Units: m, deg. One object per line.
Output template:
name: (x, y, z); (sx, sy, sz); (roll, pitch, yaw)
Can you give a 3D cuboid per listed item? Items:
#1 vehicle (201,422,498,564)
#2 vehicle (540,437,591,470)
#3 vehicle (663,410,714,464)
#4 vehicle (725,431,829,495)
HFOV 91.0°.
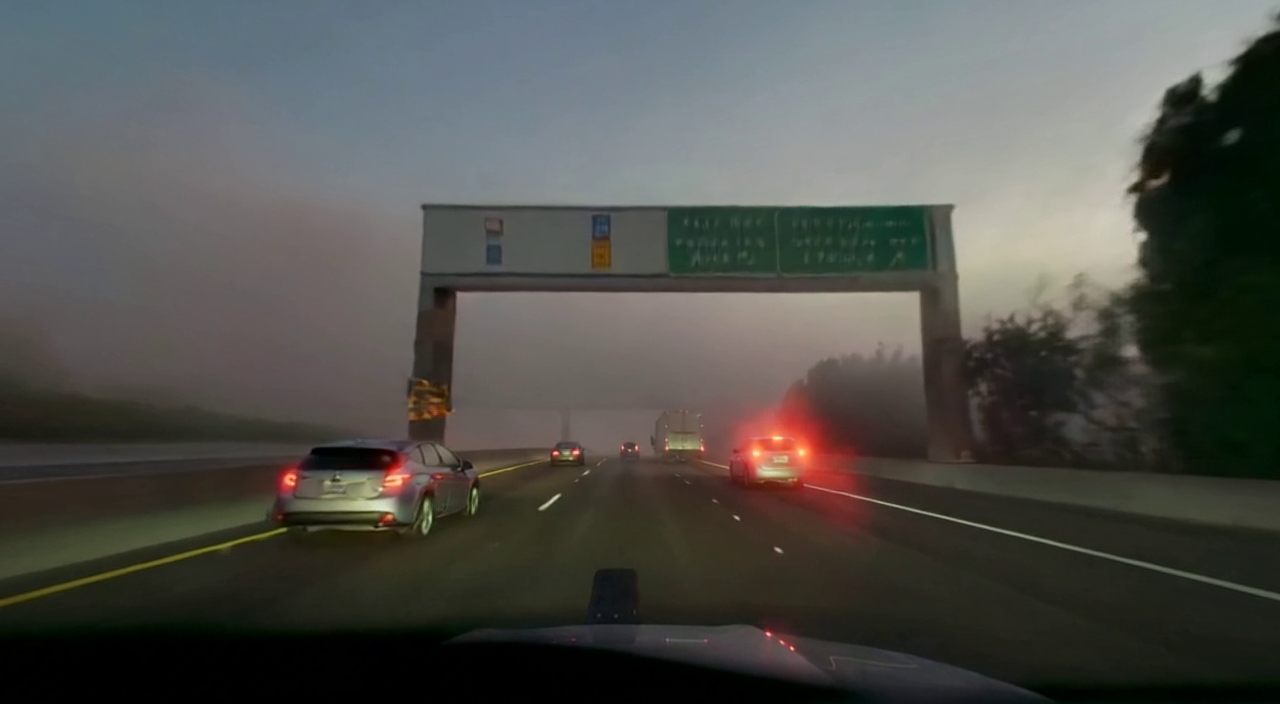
vehicle: (-3.612, 1.832, 9.017); (2.122, 1.486, 4.532); (0, -8, 0)
vehicle: (-3.584, 4.954, 31.030); (2.064, 1.479, 4.370); (0, -8, -1)
vehicle: (3.458, 6.537, 48.081); (2.824, 3.585, 11.410); (0, -8, -1)
vehicle: (3.812, 3.165, 18.322); (2.001, 1.625, 4.088); (0, -8, -1)
